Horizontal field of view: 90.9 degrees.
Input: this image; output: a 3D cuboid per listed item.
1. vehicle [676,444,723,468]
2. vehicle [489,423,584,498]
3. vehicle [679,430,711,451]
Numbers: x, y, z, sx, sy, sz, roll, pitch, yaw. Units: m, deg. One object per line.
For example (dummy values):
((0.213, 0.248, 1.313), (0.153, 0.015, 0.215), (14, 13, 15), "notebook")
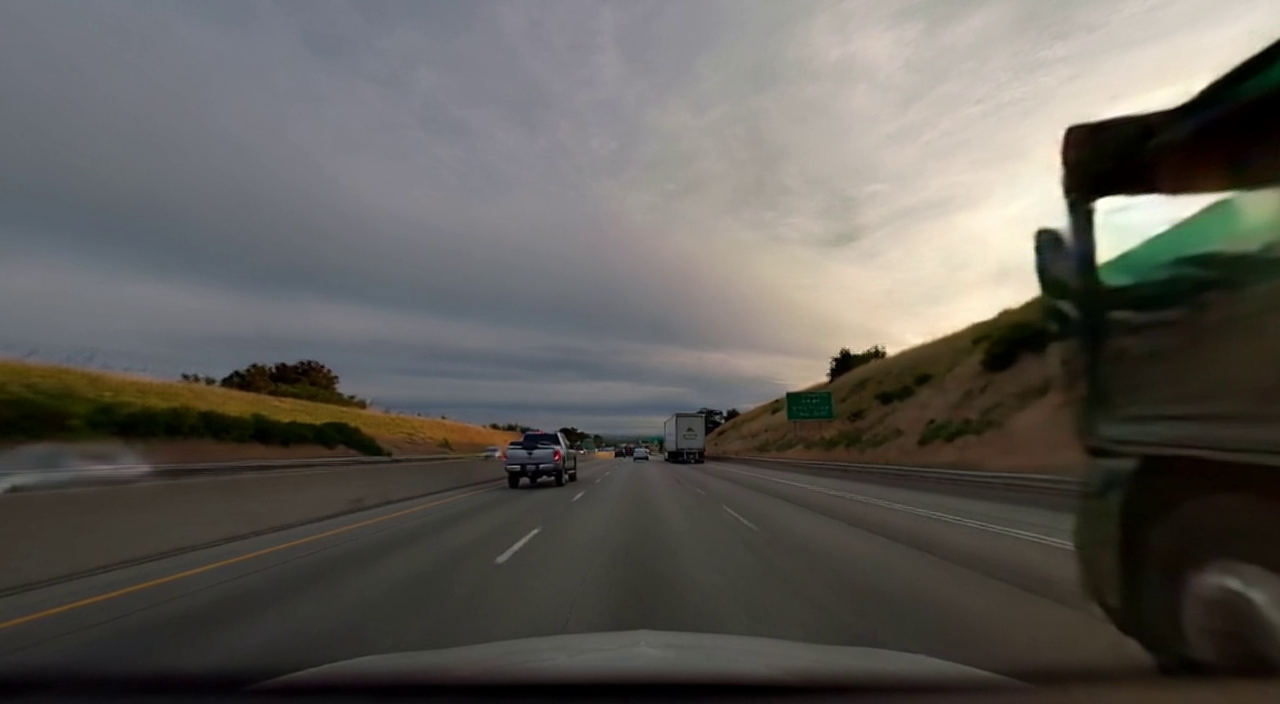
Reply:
((4.277, 7.730, 47.095), (2.654, 1.574, 9.537), (-1, -9, 1), "vehicle")
((-3.052, 3.338, 19.698), (2.142, 2.044, 4.446), (0, -9, 1), "vehicle")
((4.143, 6.809, 48.393), (1.968, 1.547, 4.215), (0, -9, -2), "vehicle")
